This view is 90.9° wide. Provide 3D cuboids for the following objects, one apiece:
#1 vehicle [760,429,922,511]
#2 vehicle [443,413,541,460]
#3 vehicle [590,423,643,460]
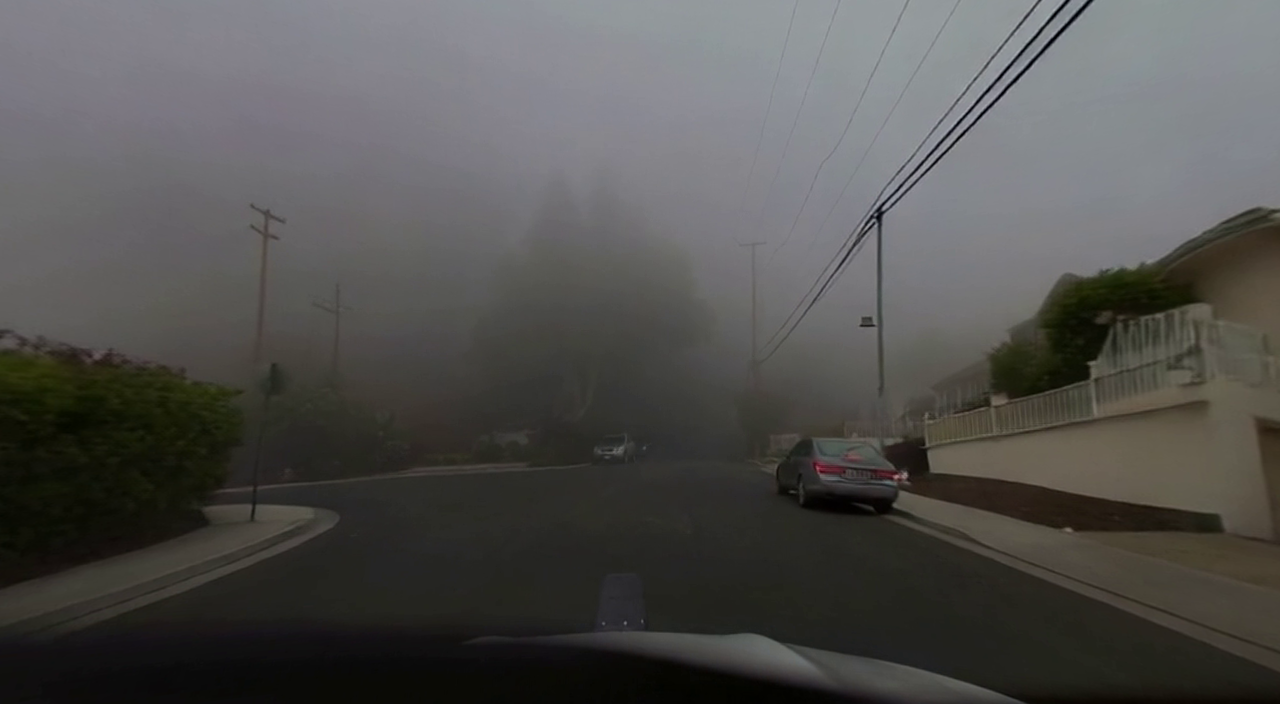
[{"bbox_3d":[4.099,2.492,13.924,2.151,1.468,5.066,0,-8,3],"label":"vehicle"},{"bbox_3d":[-9.310,5.385,40.068,5.828,2.818,2.231,2,-8,-12],"label":"vehicle"},{"bbox_3d":[-1.235,5.229,36.782,2.463,1.951,5.794,-1,-8,4],"label":"vehicle"}]
